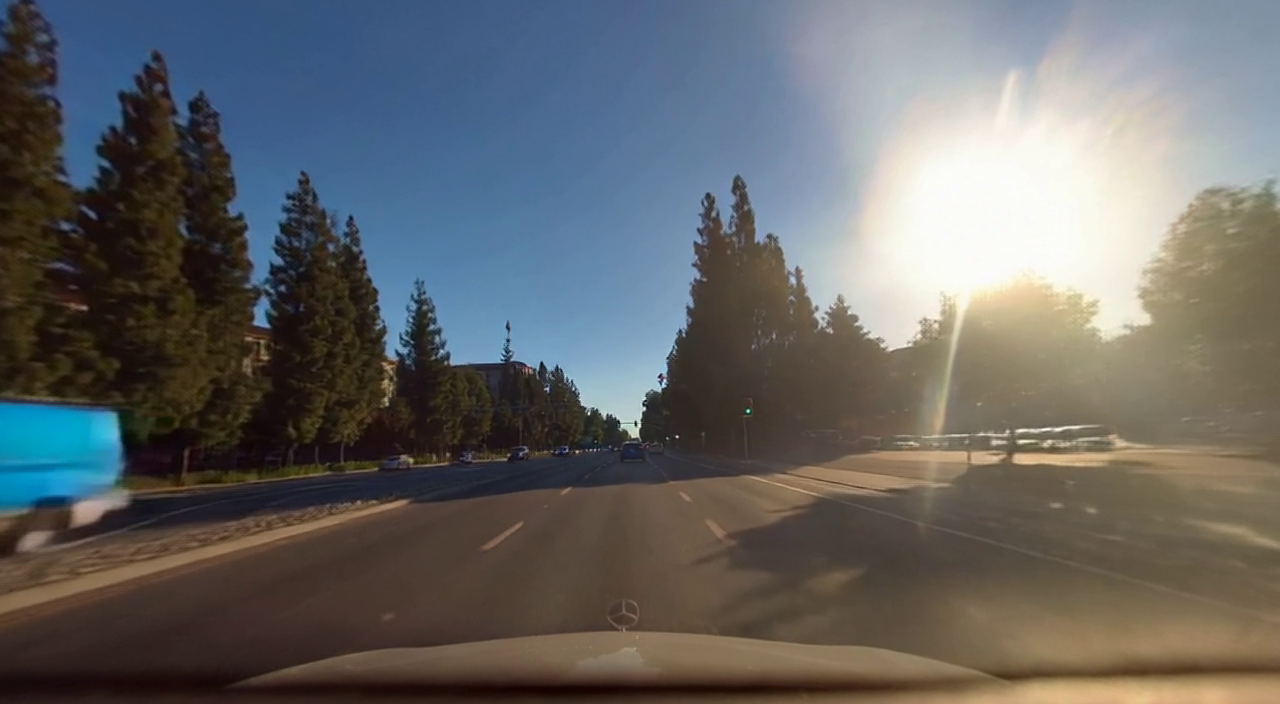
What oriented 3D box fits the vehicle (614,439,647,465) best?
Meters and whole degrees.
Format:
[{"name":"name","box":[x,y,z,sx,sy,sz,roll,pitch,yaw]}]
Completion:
[{"name":"vehicle","box":[-0.649,7.041,44.463,2.174,1.703,4.231,0,-9,0]}]

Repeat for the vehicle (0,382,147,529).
[{"name":"vehicle","box":[-14.943,2.097,12.754,2.941,3.068,8.587,0,-9,1]}]
